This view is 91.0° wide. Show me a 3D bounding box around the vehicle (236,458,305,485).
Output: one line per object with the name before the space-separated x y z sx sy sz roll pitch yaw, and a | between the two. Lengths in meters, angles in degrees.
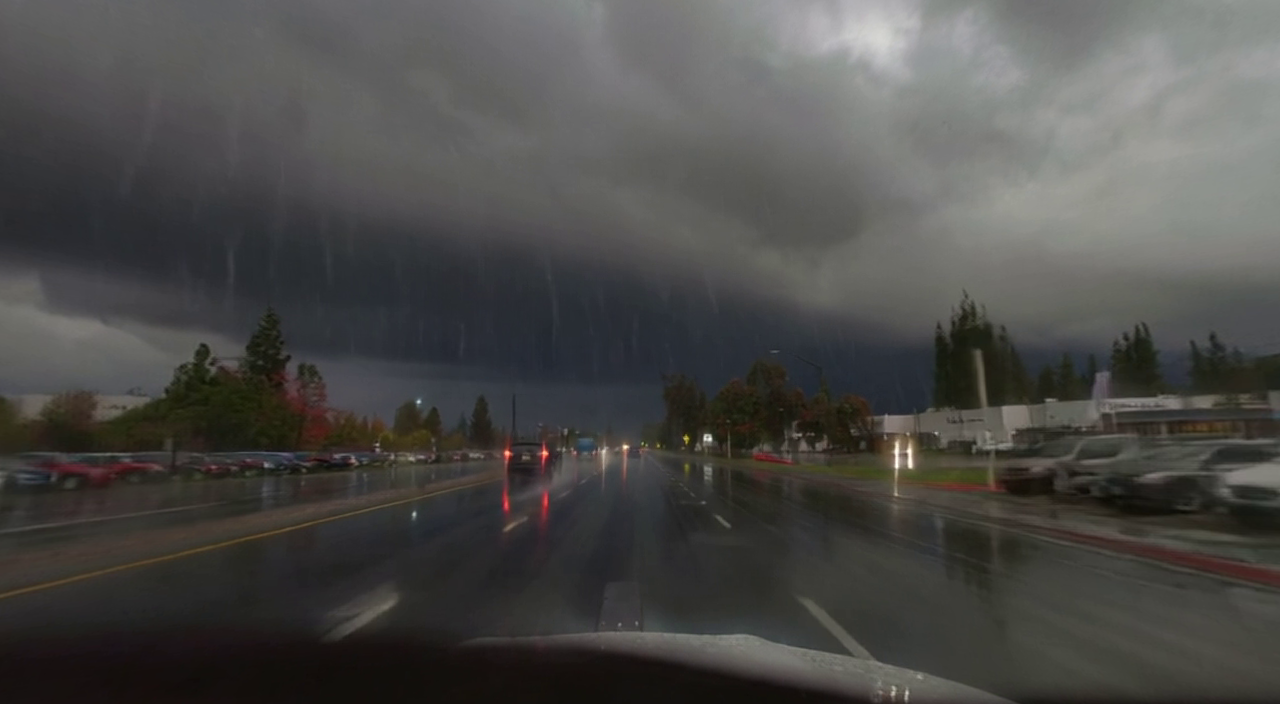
vehicle | -22.964 7.415 39.291 1.858 1.530 4.044 0 -9 0

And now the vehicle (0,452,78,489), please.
vehicle | -33.072 6.135 32.778 5.432 1.801 2.152 0 -9 1

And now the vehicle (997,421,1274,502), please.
vehicle | 12.793 2.858 16.525 5.500 1.749 2.057 -2 -9 -3

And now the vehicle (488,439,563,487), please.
vehicle | -4.336 4.262 24.535 2.109 1.672 4.256 0 -9 0
